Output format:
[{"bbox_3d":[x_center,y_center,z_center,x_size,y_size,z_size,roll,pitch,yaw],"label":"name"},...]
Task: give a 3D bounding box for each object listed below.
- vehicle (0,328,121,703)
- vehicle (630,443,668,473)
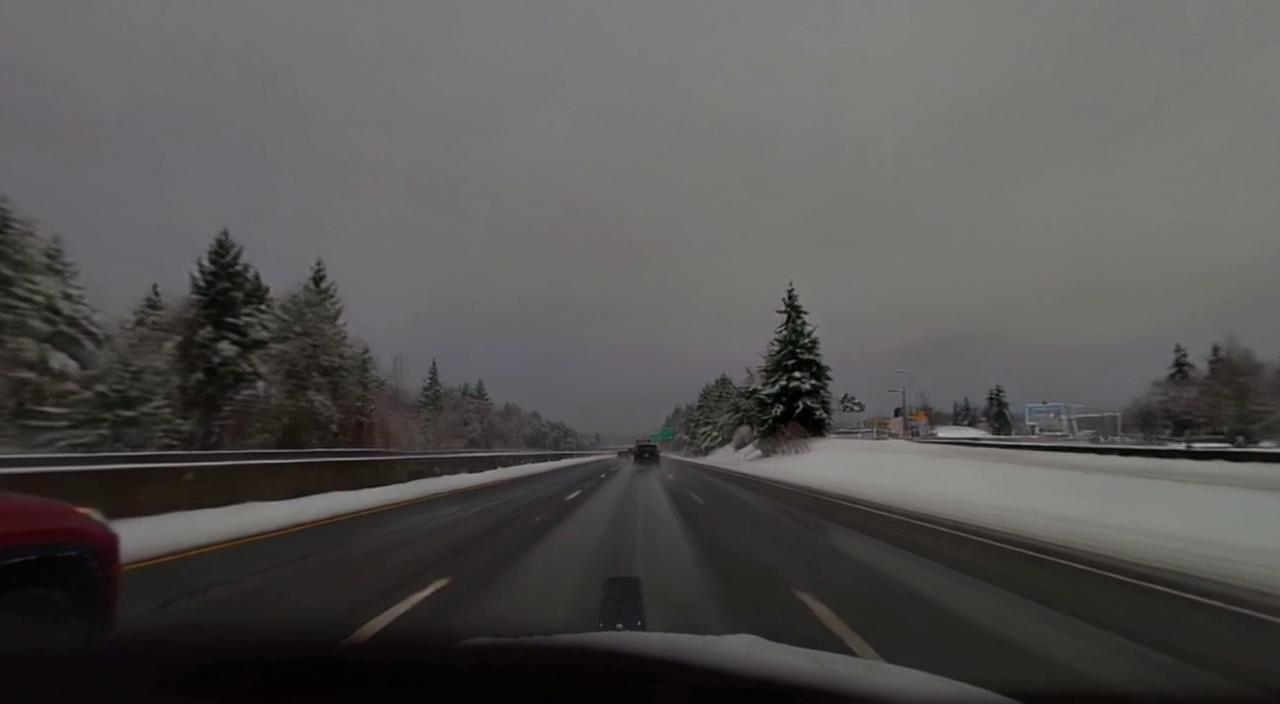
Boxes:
[{"bbox_3d":[-3.915,0.534,1.033,2.139,1.804,4.611,0,-9,0],"label":"vehicle"},{"bbox_3d":[0.514,6.299,37.582,2.087,1.682,4.388,0,-9,0],"label":"vehicle"}]
